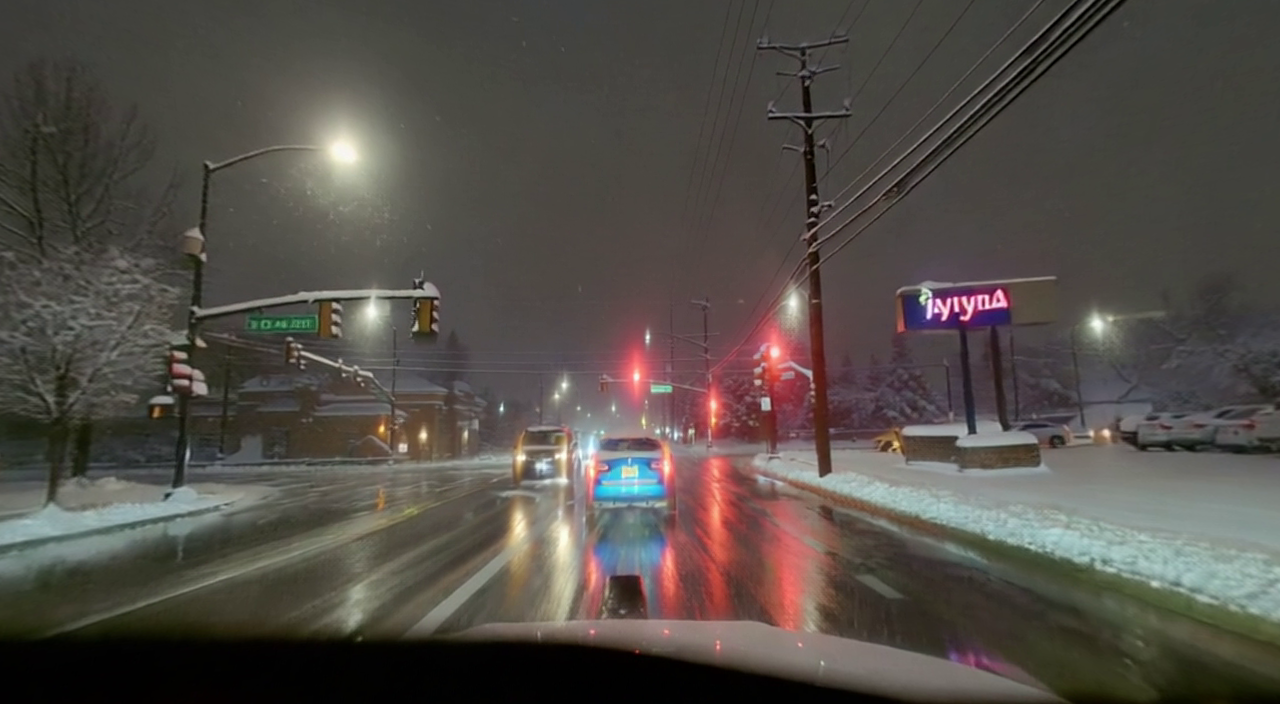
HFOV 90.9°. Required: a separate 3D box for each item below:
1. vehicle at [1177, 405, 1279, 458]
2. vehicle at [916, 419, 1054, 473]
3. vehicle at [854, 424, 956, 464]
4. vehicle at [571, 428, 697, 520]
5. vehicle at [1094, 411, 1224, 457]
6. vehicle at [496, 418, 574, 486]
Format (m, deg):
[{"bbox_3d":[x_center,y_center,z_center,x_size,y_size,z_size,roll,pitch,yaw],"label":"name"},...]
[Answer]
[{"bbox_3d":[19.542,2.568,20.177,4.129,1.512,2.003,4,-9,-27],"label":"vehicle"},{"bbox_3d":[10.467,2.912,19.581,1.888,1.455,4.268,0,-8,1],"label":"vehicle"},{"bbox_3d":[10.587,3.732,25.642,1.842,1.471,4.481,1,-8,-6],"label":"vehicle"},{"bbox_3d":[-0.167,2.325,12.559,2.070,1.481,4.216,0,-8,-2],"label":"vehicle"},{"bbox_3d":[18.652,2.952,22.626,4.446,1.511,1.977,4,-10,-29],"label":"vehicle"},{"bbox_3d":[-3.148,3.119,19.863,2.106,1.852,4.512,1,-8,-6],"label":"vehicle"}]
